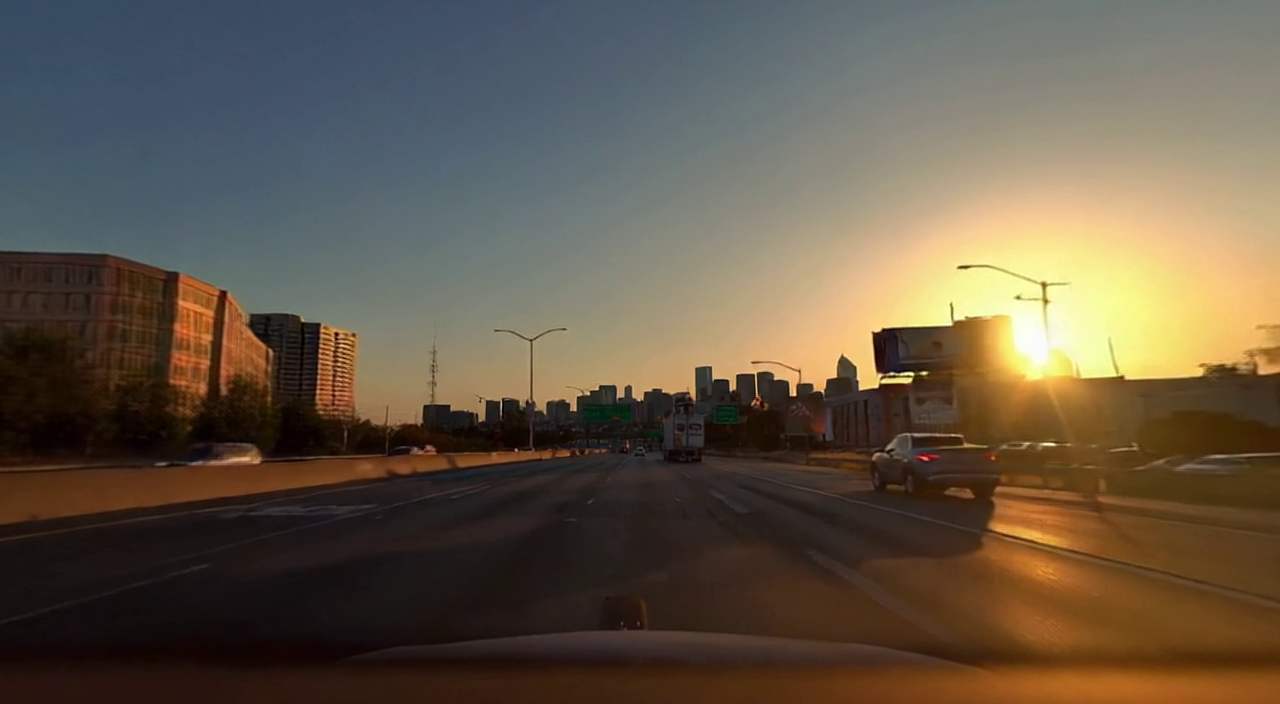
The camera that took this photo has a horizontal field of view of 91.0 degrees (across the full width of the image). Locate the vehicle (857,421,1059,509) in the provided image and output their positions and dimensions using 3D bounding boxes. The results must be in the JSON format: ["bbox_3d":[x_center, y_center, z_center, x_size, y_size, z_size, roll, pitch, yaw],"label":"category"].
[{"bbox_3d":[8.111,2.966,16.914,2.544,1.947,5.288,0,-9,-1],"label":"vehicle"}]

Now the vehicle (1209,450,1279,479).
[{"bbox_3d":[36.122,6.499,36.550,4.238,1.479,1.822,-2,-8,1],"label":"vehicle"}]

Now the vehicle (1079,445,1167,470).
[{"bbox_3d":[35.827,7.853,46.774,4.887,1.728,1.965,1,-9,-2],"label":"vehicle"}]
